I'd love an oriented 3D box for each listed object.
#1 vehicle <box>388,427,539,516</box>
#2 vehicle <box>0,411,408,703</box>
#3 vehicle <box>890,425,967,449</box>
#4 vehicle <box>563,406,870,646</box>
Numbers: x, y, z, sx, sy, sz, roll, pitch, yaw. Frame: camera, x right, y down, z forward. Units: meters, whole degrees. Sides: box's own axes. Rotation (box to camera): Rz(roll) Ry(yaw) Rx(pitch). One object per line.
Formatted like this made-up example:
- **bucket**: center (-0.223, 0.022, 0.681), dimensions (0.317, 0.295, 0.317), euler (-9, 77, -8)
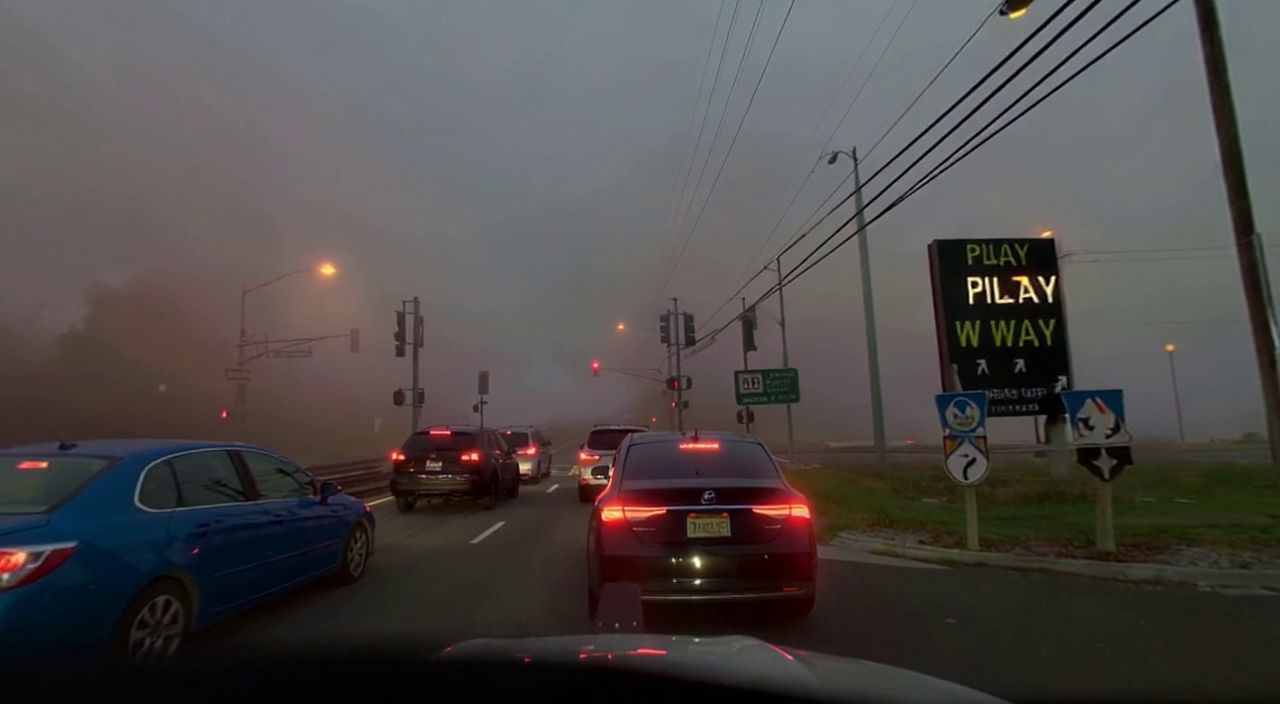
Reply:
- **vehicle**: center (-3.335, 2.345, 12.850), dimensions (1.984, 1.505, 4.047), euler (0, -9, -1)
- **vehicle**: center (-3.706, 1.345, 5.140), dimensions (1.956, 1.468, 4.585), euler (0, -9, -1)
- **vehicle**: center (21.296, 6.315, 46.788), dimensions (4.544, 1.762, 2.272), euler (0, -9, 1)
- **vehicle**: center (0.407, 1.419, 6.141), dimensions (1.998, 1.529, 3.960), euler (0, -9, -3)
